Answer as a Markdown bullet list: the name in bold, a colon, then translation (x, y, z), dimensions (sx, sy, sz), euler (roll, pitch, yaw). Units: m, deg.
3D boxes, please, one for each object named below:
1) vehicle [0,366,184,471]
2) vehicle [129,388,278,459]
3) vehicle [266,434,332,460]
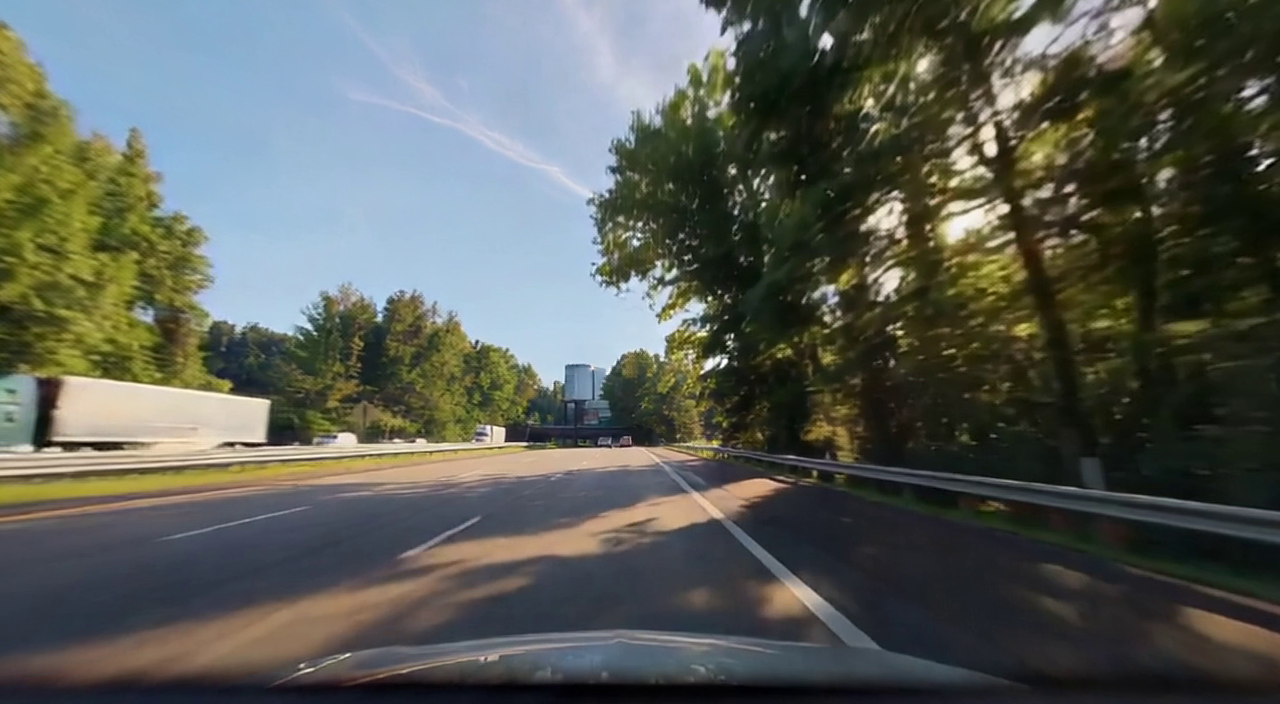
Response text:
- **vehicle**: translation (-24.130, 2.875, 26.234), dimensions (2.975, 3.670, 9.888), euler (0, -8, -1)
- **vehicle**: translation (-24.332, 4.131, 35.790), dimensions (2.814, 3.541, 7.810), euler (0, -8, -1)
- **vehicle**: translation (-20.624, 5.753, 38.267), dimensions (1.823, 1.457, 4.109), euler (0, -8, -2)
